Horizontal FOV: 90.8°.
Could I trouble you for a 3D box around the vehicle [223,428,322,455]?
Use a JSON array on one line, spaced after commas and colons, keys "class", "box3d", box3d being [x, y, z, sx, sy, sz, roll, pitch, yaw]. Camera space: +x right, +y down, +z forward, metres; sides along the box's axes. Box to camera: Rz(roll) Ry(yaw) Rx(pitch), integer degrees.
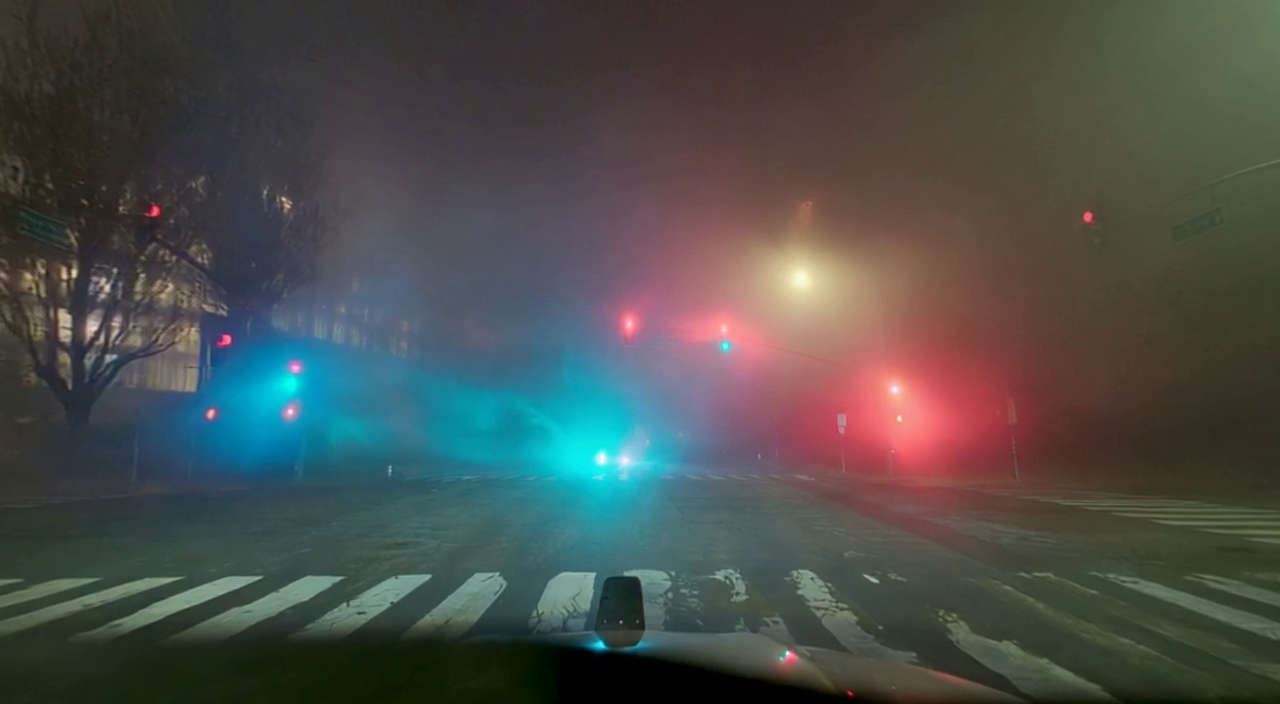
[{"class": "vehicle", "box3d": [-22.412, 5.512, 38.708, 4.765, 1.593, 1.891, 1, -9, -8]}]
